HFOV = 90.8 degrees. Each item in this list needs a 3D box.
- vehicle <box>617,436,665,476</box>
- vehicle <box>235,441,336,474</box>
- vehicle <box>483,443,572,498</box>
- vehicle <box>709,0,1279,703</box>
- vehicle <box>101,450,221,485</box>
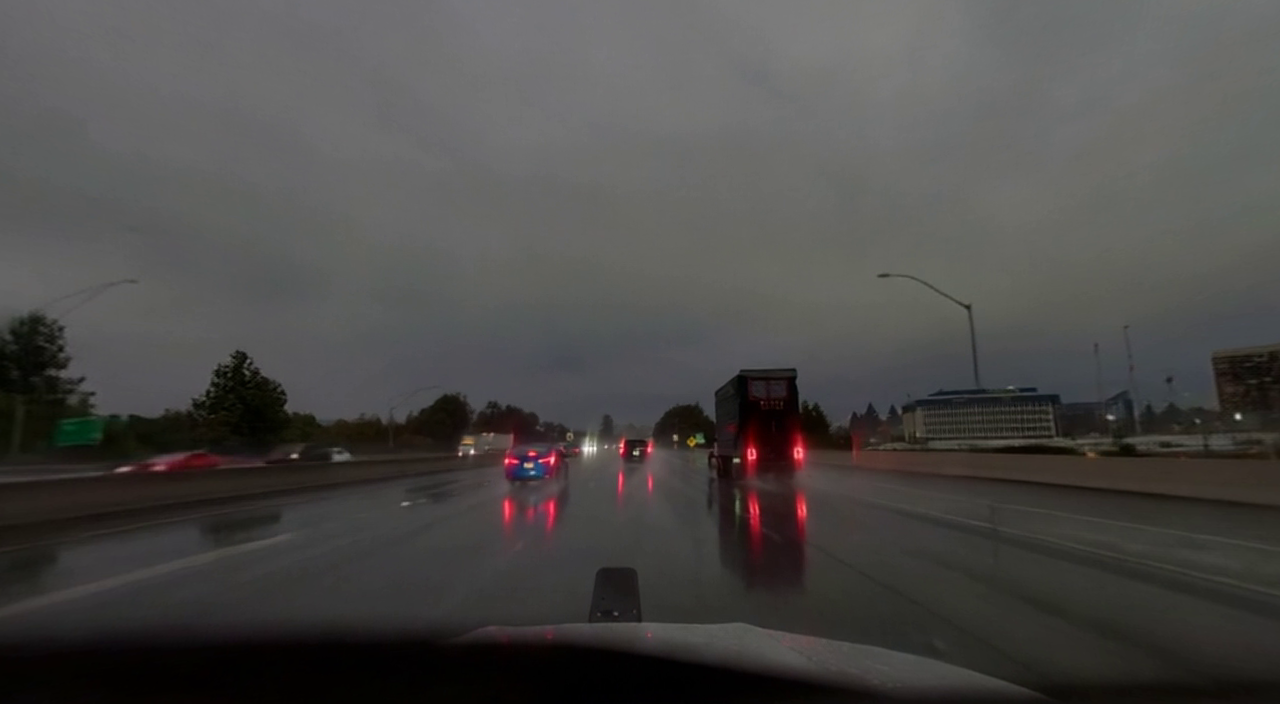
[{"bbox_3d":[0.019,5.083,31.113,2.203,1.805,4.358,0,-9,-1],"label":"vehicle"},{"bbox_3d":[-20.630,6.166,37.224,2.354,1.744,6.331,0,-9,0],"label":"vehicle"},{"bbox_3d":[-3.206,3.474,18.907,1.864,1.406,4.544,0,-9,0],"label":"vehicle"},{"bbox_3d":[3.516,0.836,10.481,2.876,4.086,15.117,0,-9,-1],"label":"vehicle"},{"bbox_3d":[-23.301,5.611,31.026,1.977,1.522,5.066,0,-9,-1],"label":"vehicle"}]
